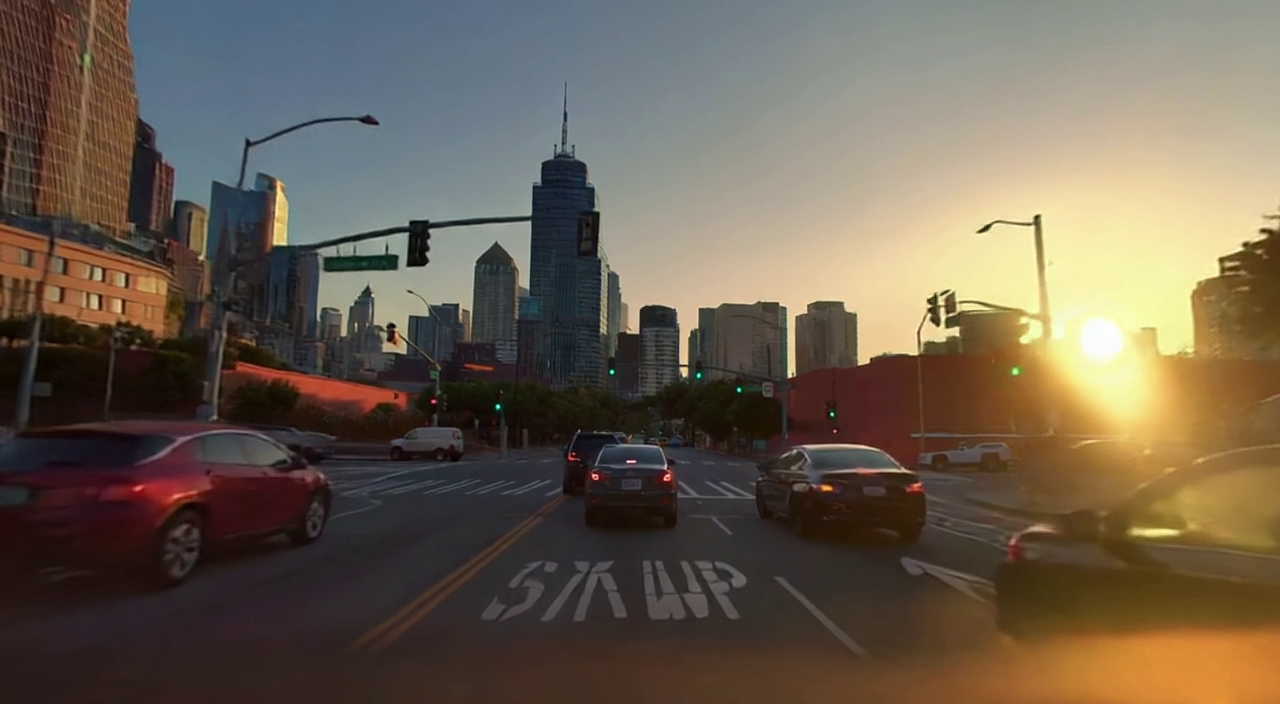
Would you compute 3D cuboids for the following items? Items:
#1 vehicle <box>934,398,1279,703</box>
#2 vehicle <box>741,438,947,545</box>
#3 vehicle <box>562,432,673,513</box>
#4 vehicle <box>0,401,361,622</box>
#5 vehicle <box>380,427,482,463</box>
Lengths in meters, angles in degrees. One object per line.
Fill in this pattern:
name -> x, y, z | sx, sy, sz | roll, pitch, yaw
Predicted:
vehicle -> 3.266, 0.977, 2.501 | 1.973, 1.537, 4.533 | 0, -8, 0
vehicle -> 3.142, 2.215, 10.861 | 1.942, 1.443, 4.468 | 0, -8, -1
vehicle -> -0.488, 2.475, 13.500 | 2.031, 1.461, 3.763 | 0, -8, -3
vehicle -> -5.050, 1.523, 7.093 | 2.111, 1.661, 4.537 | 1, -8, -6
vehicle -> -10.305, 4.563, 31.100 | 4.556, 1.689, 1.982 | -3, -9, 23
